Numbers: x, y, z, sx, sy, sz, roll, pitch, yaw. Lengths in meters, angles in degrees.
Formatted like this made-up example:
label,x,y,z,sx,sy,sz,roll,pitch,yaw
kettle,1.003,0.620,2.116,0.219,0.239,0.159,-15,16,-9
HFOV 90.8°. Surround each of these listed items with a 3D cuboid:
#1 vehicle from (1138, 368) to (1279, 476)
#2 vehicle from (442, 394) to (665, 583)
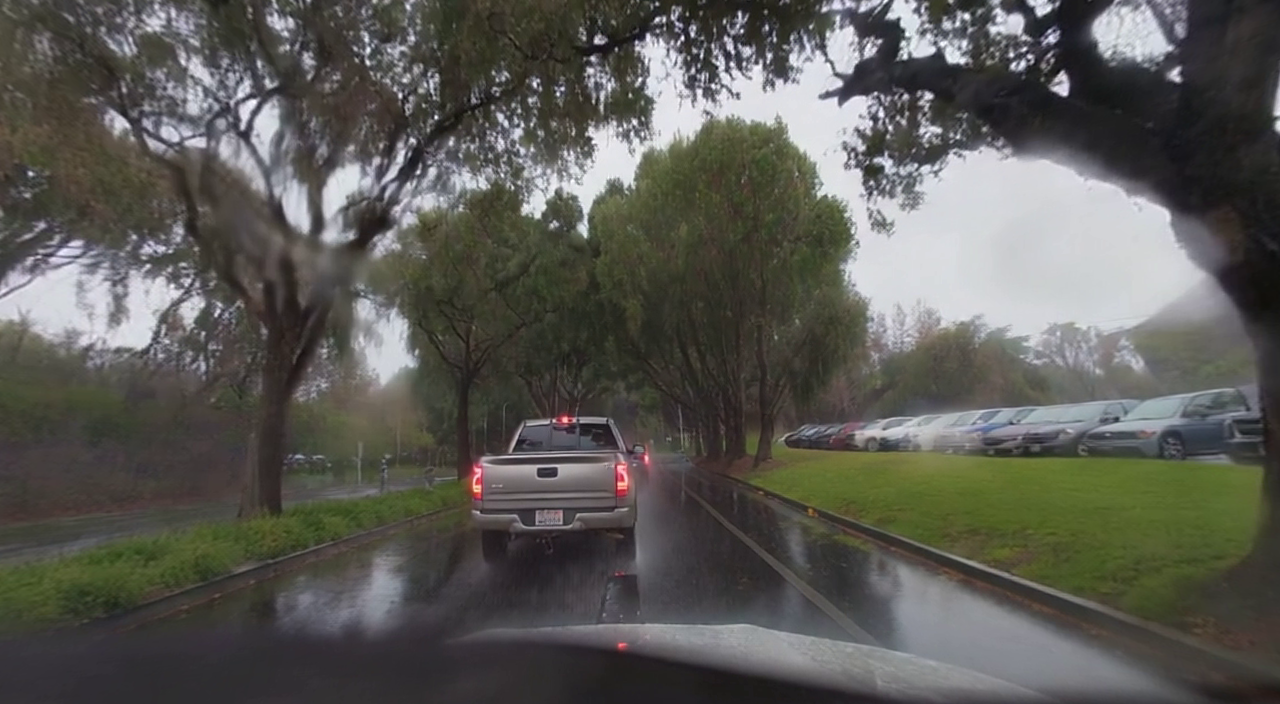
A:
label,x,y,z,sx,sy,sz,roll,pitch,yaw
vehicle,12.738,1.370,12.180,4.368,1.901,2.112,0,-8,2
vehicle,-0.783,1.695,8.719,2.157,1.816,5.039,0,-8,1
